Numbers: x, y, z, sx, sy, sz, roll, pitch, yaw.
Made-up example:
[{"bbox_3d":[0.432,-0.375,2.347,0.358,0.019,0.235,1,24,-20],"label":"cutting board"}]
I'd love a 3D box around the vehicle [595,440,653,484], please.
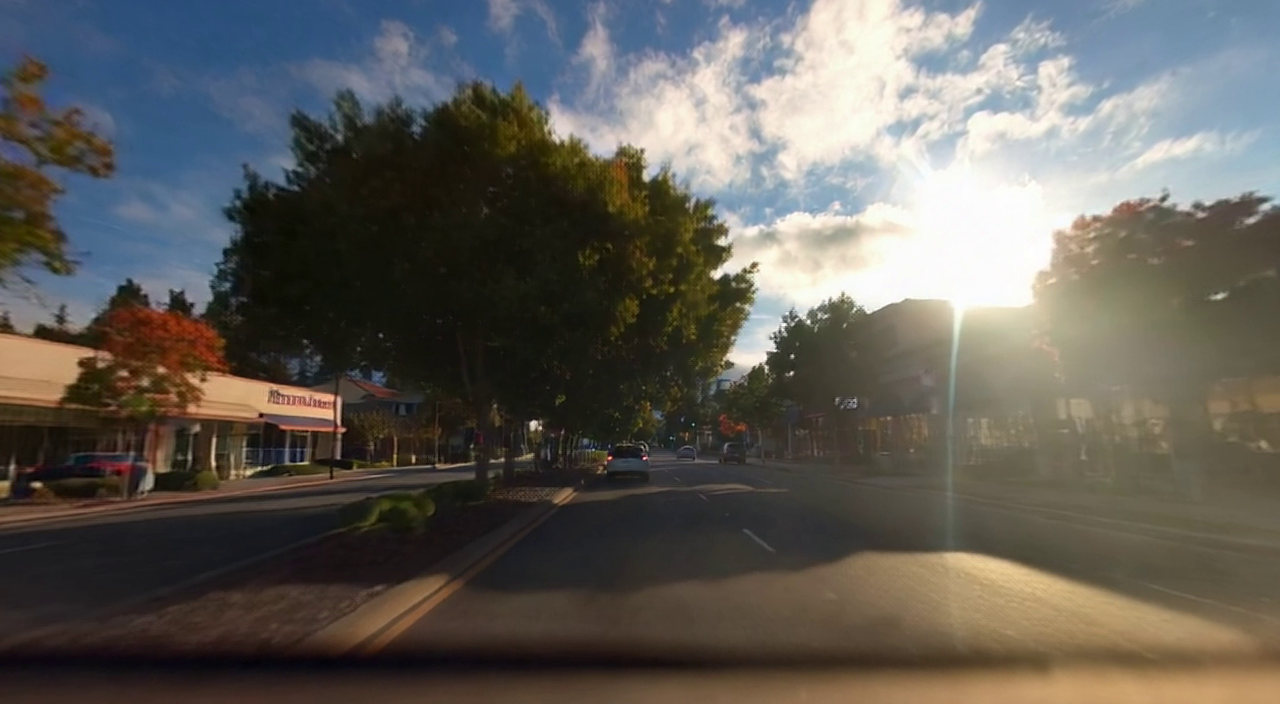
[{"bbox_3d":[-0.585,4.084,23.677,2.006,1.487,3.535,0,-9,-1],"label":"vehicle"}]

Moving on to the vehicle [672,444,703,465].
[{"bbox_3d":[3.502,7.622,47.282,1.910,1.474,4.003,0,-9,-2],"label":"vehicle"}]

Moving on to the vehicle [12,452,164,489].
[{"bbox_3d":[-23.189,4.981,26.689,4.472,1.412,1.891,0,-9,-3],"label":"vehicle"}]
